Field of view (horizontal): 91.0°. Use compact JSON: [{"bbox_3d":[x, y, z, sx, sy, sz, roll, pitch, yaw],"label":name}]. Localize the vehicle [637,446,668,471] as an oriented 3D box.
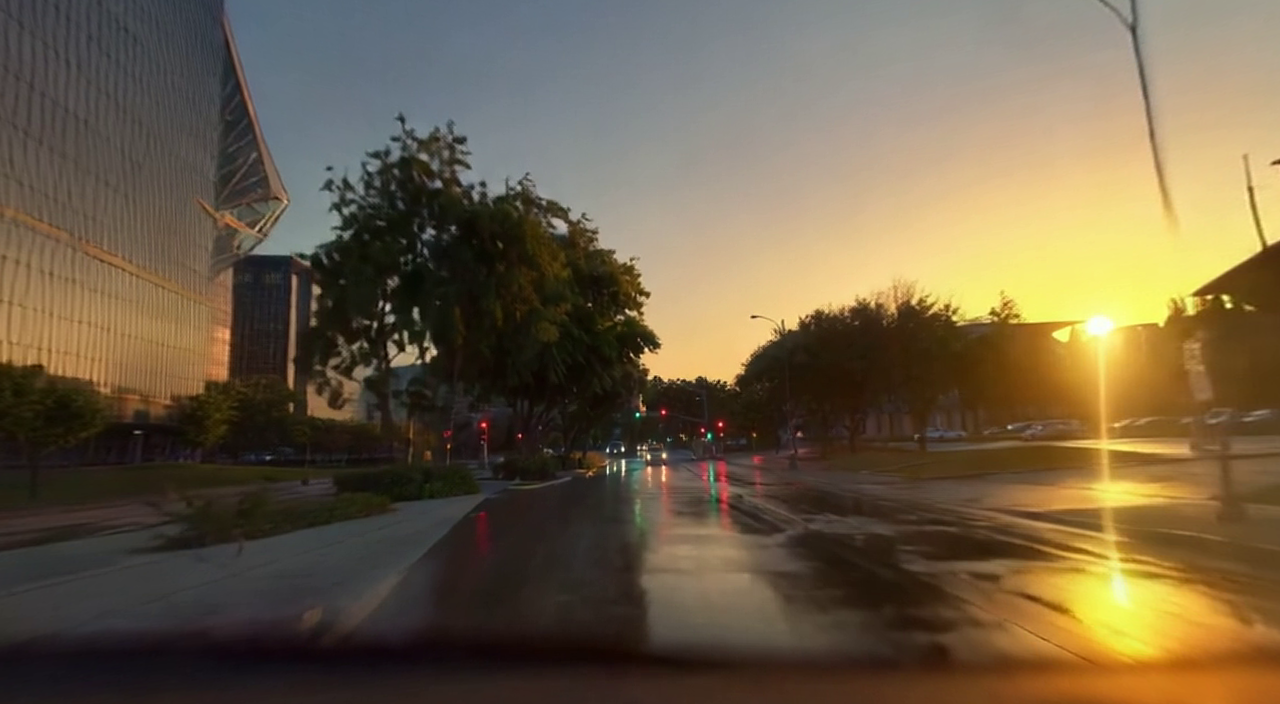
[{"bbox_3d":[0.916,7.720,45.917,2.092,1.660,4.319,0,-8,1],"label":"vehicle"}]
